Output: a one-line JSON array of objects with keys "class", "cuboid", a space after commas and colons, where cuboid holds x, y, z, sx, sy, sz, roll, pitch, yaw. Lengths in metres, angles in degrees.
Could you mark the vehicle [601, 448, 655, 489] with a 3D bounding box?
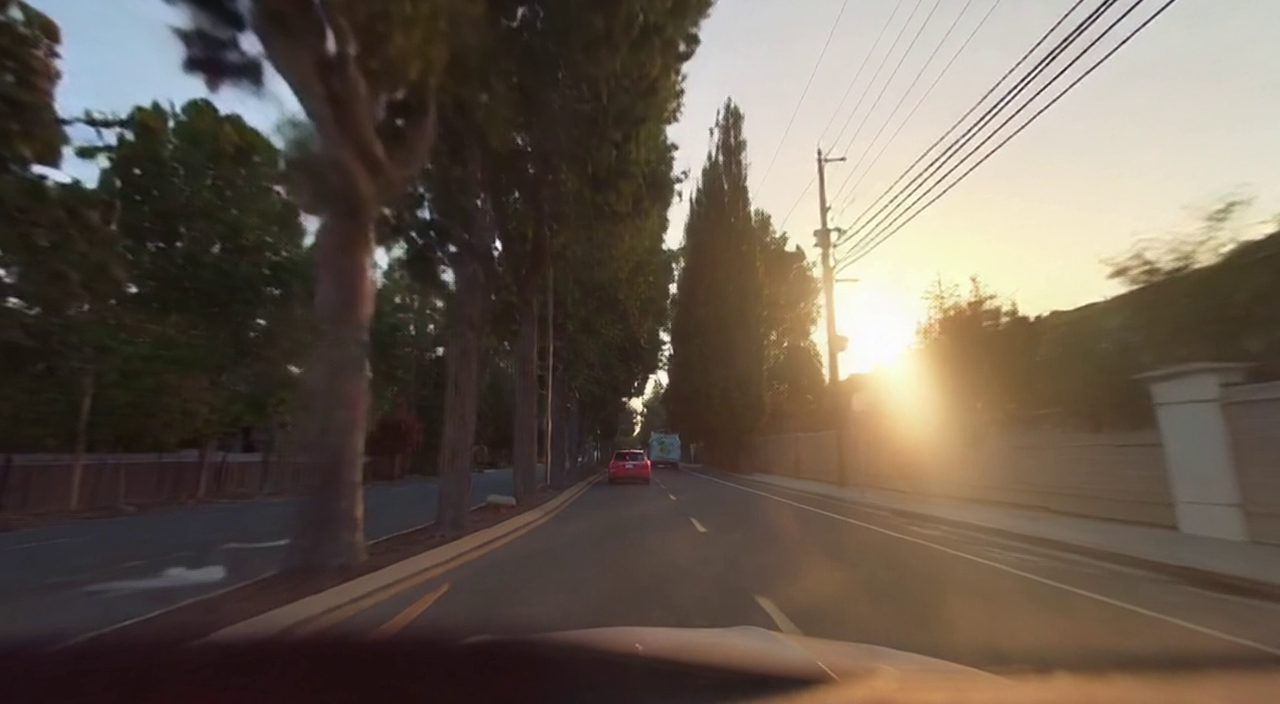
[{"class": "vehicle", "cuboid": [-0.465, 4.736, 26.009, 2.018, 1.511, 3.993, 0, -9, 0]}]
